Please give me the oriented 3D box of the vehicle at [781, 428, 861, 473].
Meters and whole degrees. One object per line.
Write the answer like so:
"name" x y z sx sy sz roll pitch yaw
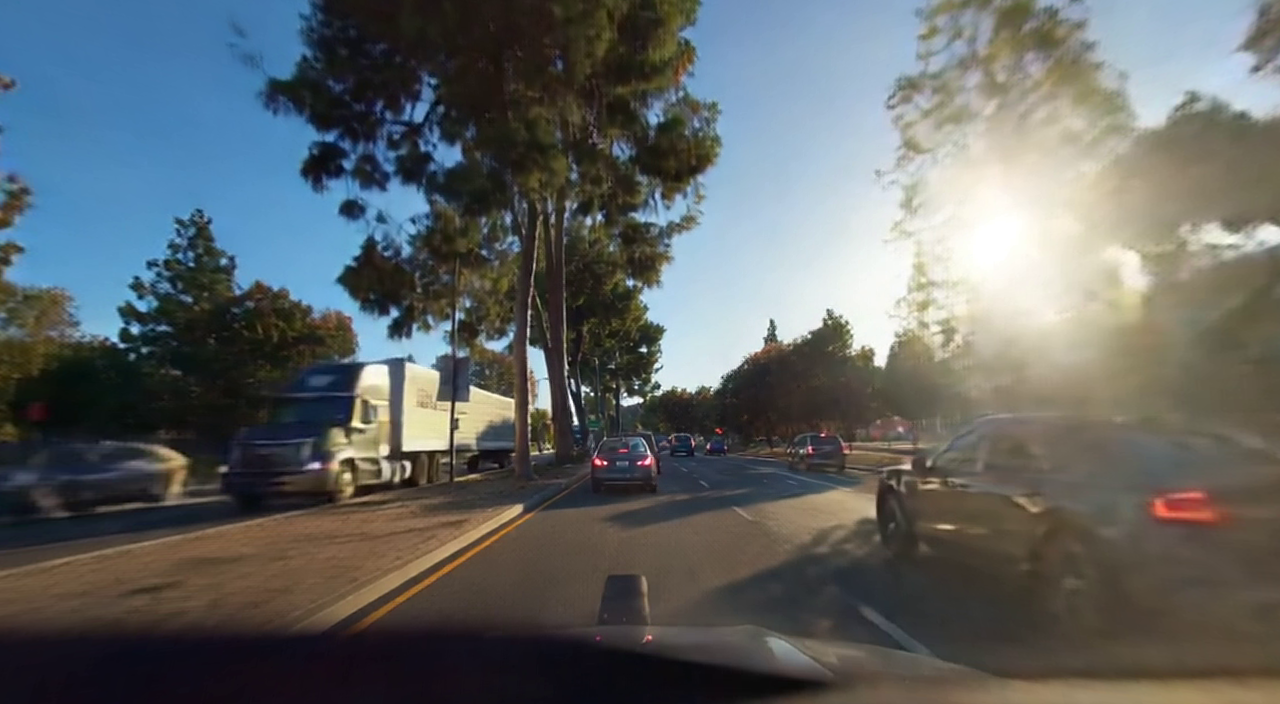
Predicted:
"vehicle" 7.716 4.264 27.208 2.090 1.768 4.407 0 -8 0

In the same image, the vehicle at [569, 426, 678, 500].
"vehicle" -0.363 2.668 15.440 2.315 1.563 4.080 0 -8 0

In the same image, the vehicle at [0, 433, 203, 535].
"vehicle" -12.038 2.656 13.367 2.058 1.759 4.577 0 -8 1

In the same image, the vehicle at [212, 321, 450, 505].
"vehicle" -8.138 1.882 17.976 3.021 4.215 7.024 0 -8 1

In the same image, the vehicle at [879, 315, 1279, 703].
"vehicle" 3.619 1.015 4.370 2.090 1.763 4.560 0 -8 0
